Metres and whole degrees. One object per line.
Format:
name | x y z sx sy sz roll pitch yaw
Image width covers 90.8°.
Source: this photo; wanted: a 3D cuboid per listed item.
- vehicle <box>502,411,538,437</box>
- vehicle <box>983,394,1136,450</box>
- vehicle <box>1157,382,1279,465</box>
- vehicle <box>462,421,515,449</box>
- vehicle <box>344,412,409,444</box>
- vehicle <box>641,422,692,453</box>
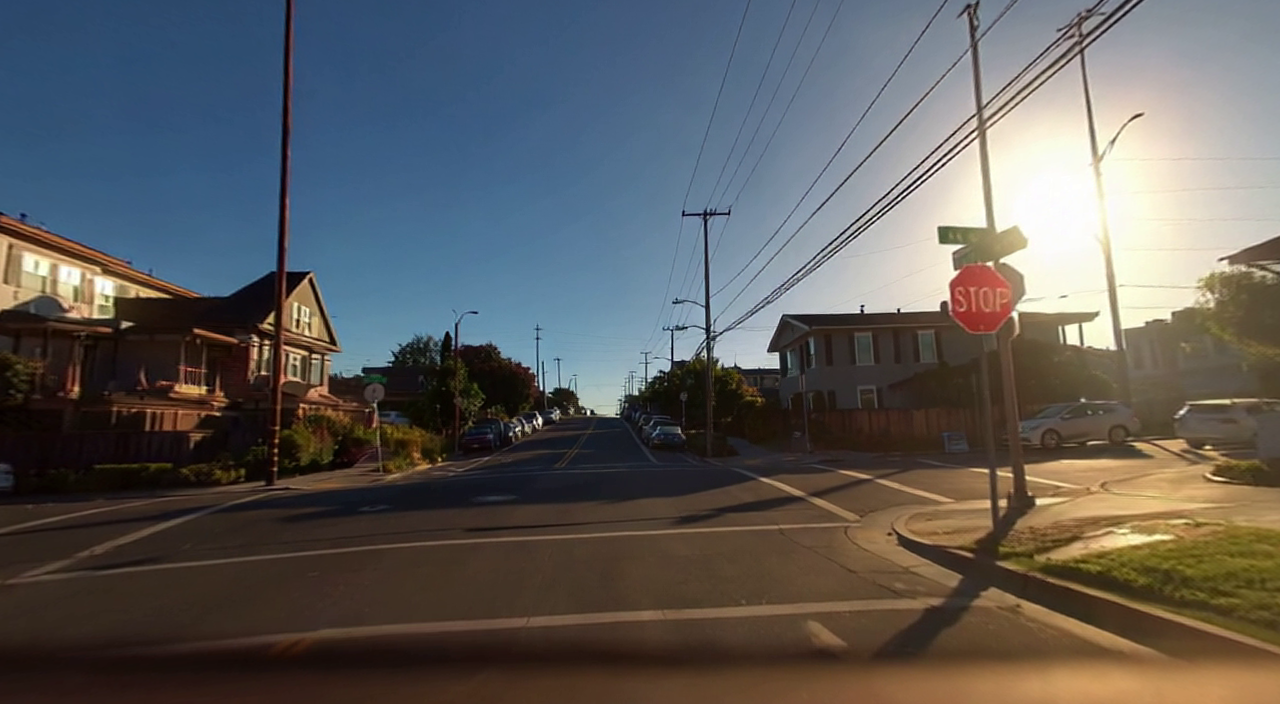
vehicle | -9.294 5.669 49.355 2.104 1.898 4.396 0 -8 -3
vehicle | 16.923 2.879 25.588 4.985 2.088 2.141 2 -9 -13
vehicle | 15.465 1.769 15.338 4.389 1.818 2.062 2 -9 -12
vehicle | -8.778 4.920 37.110 2.065 1.553 4.636 0 -8 -1
vehicle | -14.810 4.370 35.861 1.992 1.678 4.658 0 -8 -5
vehicle | 1.308 4.508 33.061 2.120 1.487 4.360 0 -8 -5
